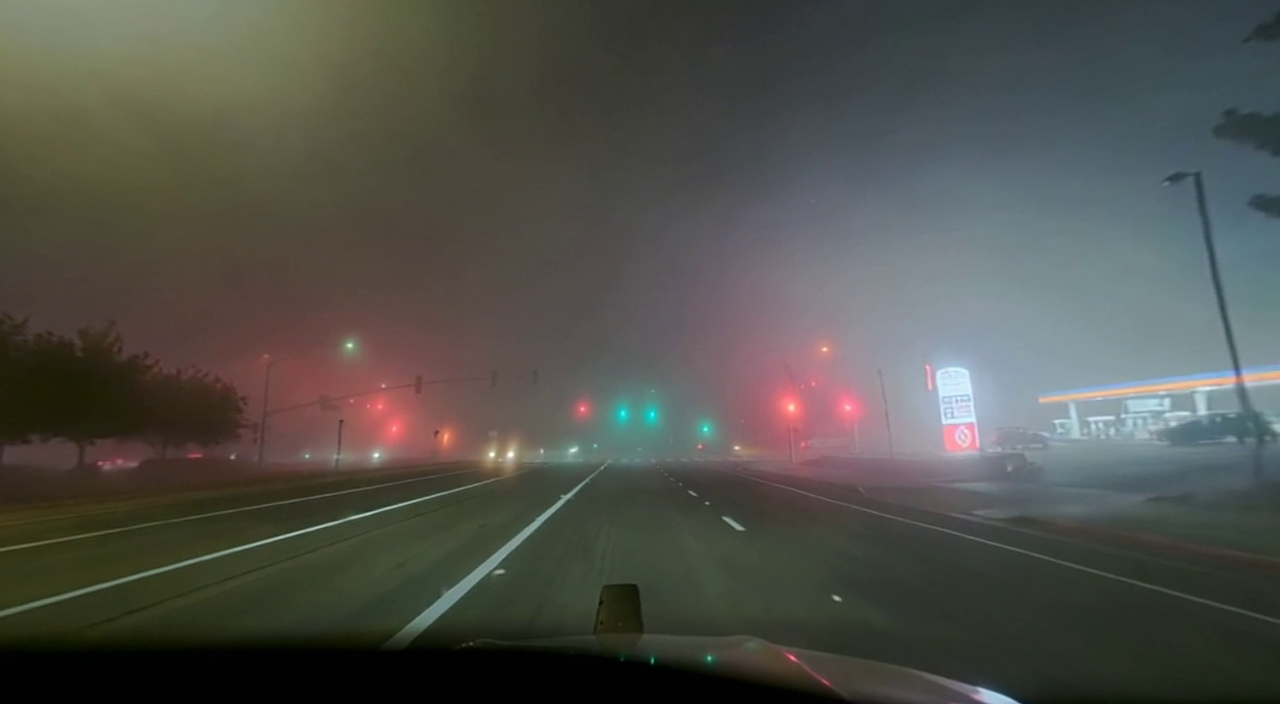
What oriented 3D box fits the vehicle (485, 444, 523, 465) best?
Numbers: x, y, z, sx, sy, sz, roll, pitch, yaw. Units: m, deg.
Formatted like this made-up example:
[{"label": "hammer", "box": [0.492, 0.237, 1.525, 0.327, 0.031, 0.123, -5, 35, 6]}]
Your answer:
[{"label": "vehicle", "box": [-10.379, 7.842, 48.387, 1.899, 1.460, 4.880, 0, -8, 0]}]
